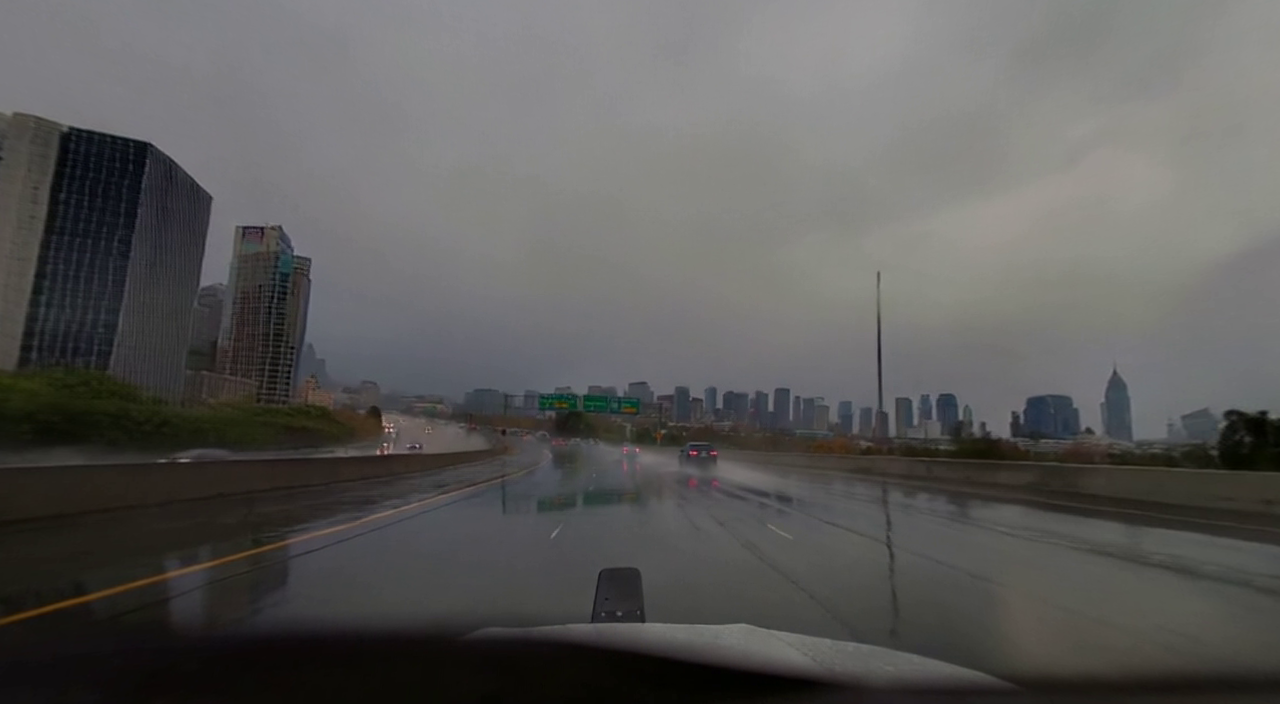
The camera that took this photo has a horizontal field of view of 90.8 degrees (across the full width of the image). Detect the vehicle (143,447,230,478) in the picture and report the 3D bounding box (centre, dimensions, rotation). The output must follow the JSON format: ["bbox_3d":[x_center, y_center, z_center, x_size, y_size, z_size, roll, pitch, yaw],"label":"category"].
[{"bbox_3d":[-25.995,6.331,36.458,1.914,1.650,4.384,0,-8,-3],"label":"vehicle"}]

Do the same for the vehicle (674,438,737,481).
[{"bbox_3d":[2.931,4.938,29.326,2.110,1.780,4.682,0,-8,-4],"label":"vehicle"}]
